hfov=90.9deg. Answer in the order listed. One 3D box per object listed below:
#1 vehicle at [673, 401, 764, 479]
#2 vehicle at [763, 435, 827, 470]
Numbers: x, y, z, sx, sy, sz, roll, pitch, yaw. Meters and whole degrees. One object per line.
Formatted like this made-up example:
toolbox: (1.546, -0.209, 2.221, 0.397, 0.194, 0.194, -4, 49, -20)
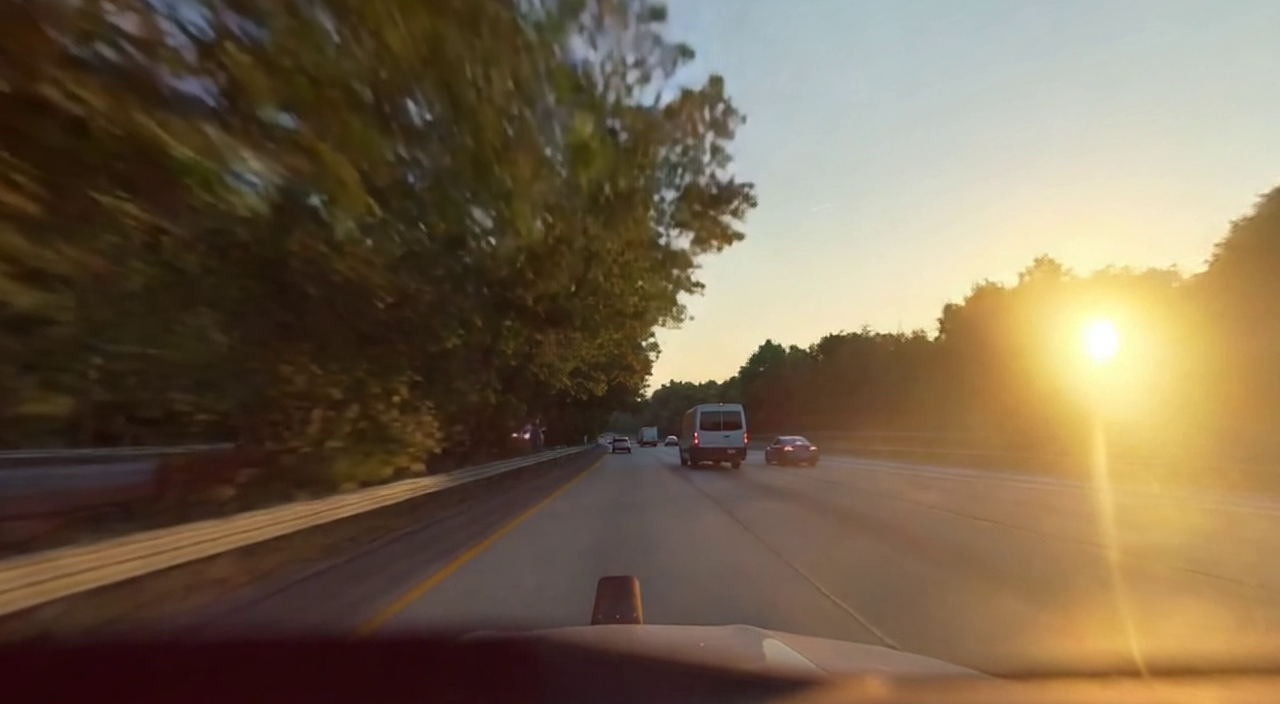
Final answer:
vehicle: (2.711, 3.231, 23.384, 2.436, 2.521, 5.409, 0, -8, -2)
vehicle: (6.889, 4.474, 28.388, 1.821, 1.468, 3.805, 0, -8, -2)
